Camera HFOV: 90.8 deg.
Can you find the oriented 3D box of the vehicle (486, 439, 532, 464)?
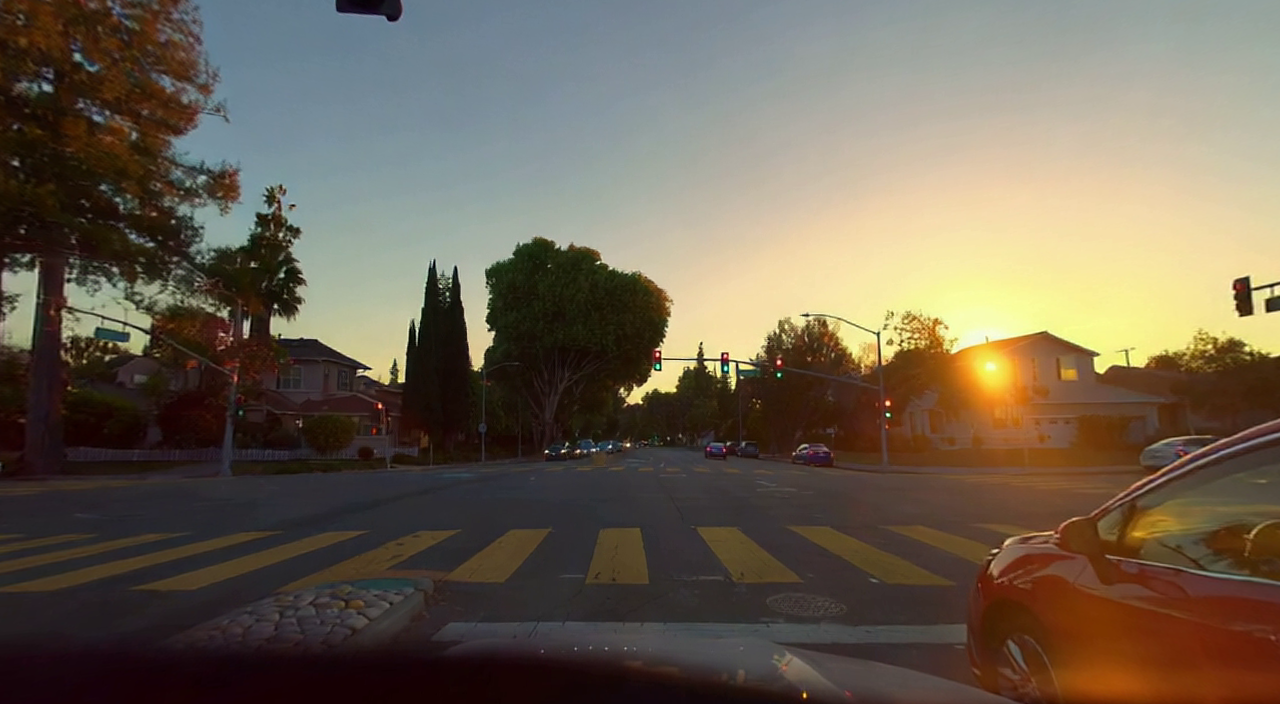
[{"bbox_3d":[-8.949,6.858,43.629,2.028,1.654,5.027,0,-9,1],"label":"vehicle"}]

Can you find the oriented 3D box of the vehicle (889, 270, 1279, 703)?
[{"bbox_3d":[2.709,0.709,1.722,2.085,1.800,4.908,0,-9,1],"label":"vehicle"}]

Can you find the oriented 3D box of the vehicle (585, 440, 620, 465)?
[{"bbox_3d":[-2.392,6.600,41.607,2.046,1.491,4.118,0,-9,0],"label":"vehicle"}]

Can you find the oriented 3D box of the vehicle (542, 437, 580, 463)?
[{"bbox_3d":[-5.529,6.910,44.479,2.091,1.707,4.157,0,-9,1],"label":"vehicle"}]
